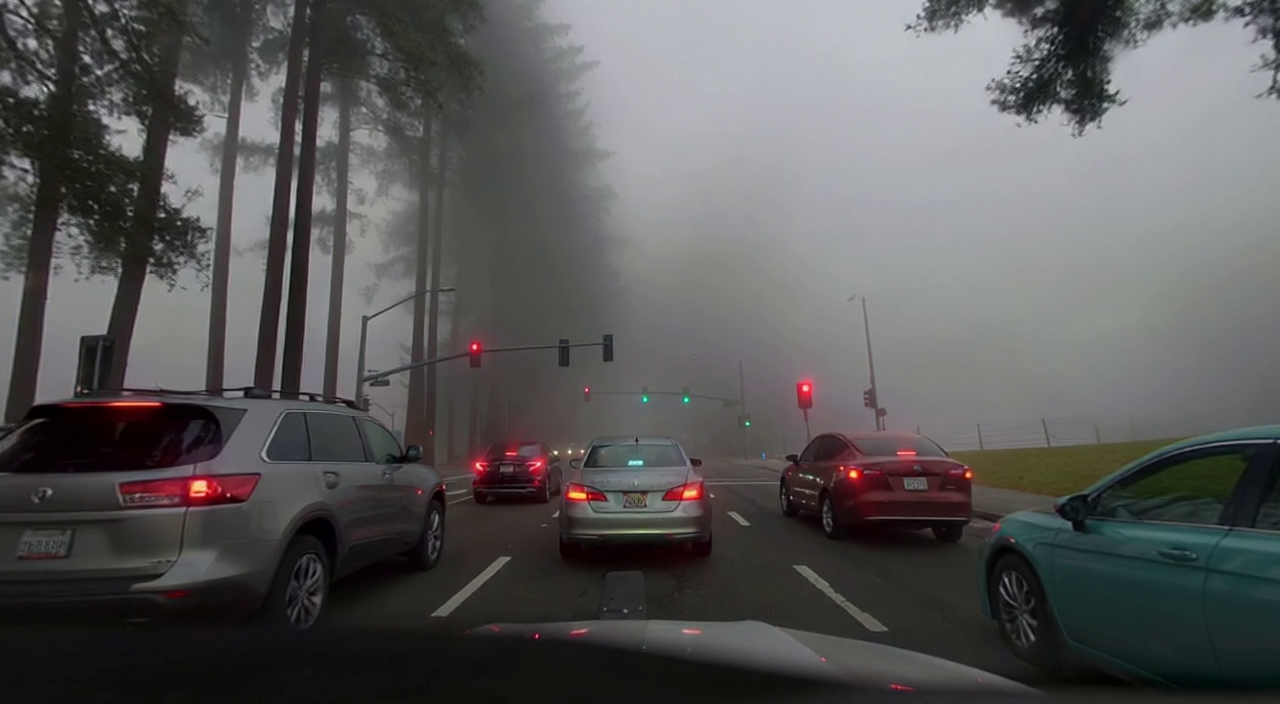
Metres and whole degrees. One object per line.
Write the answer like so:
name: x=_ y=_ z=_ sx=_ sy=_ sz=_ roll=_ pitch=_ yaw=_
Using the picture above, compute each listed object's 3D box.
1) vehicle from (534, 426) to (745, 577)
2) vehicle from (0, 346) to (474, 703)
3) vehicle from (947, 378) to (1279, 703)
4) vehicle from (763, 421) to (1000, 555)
vehicle: x=-0.025 y=1.822 z=8.452 sx=2.147 sy=1.507 sz=3.953 roll=0 pitch=-8 yaw=-1
vehicle: x=-3.134 y=1.188 z=5.204 sx=2.168 sy=1.750 sz=4.625 roll=-1 pitch=-9 yaw=1
vehicle: x=3.323 y=0.966 z=2.829 sx=1.899 sy=1.588 sz=3.888 roll=0 pitch=-8 yaw=0
vehicle: x=3.435 y=2.020 z=10.081 sx=2.040 sy=1.647 sz=4.379 roll=0 pitch=-8 yaw=0
